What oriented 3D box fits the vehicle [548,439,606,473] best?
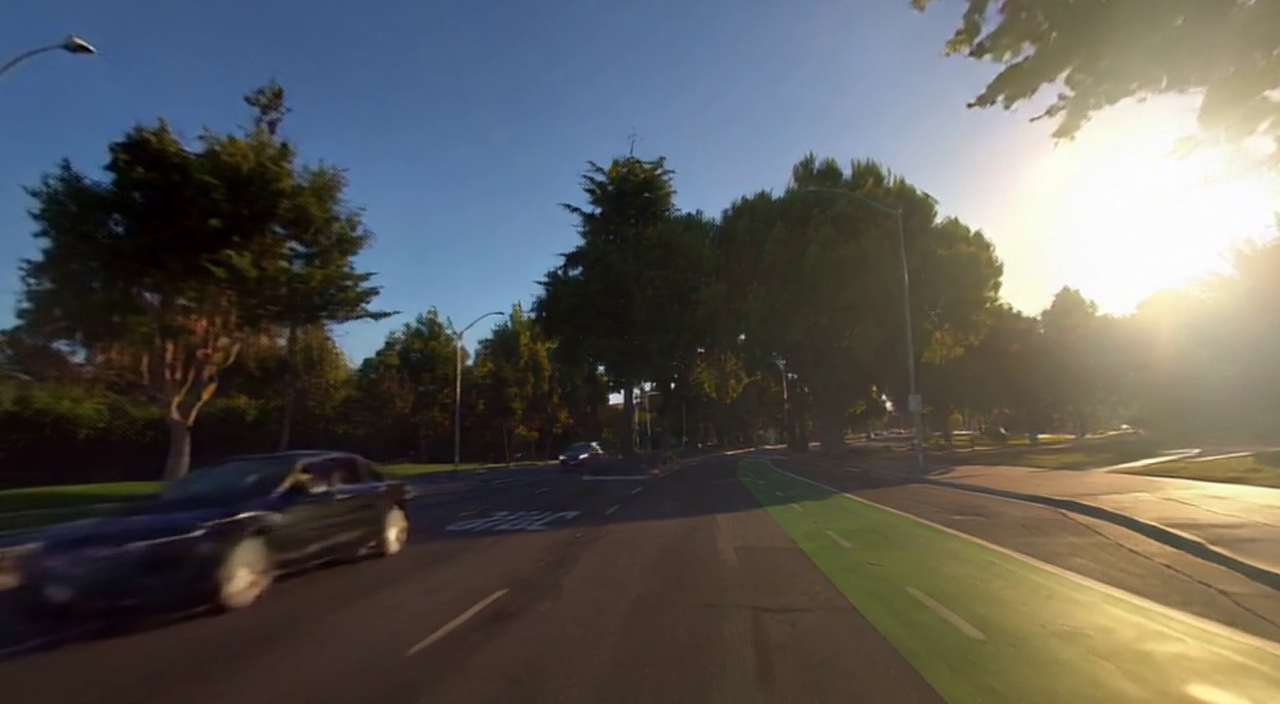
[{"bbox_3d":[-3.447,5.792,35.393,2.065,1.744,4.566,-2,-9,10],"label":"vehicle"}]

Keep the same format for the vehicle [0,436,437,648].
[{"bbox_3d":[-4.121,1.684,6.835,2.071,1.456,4.663,-1,-8,3],"label":"vehicle"}]
